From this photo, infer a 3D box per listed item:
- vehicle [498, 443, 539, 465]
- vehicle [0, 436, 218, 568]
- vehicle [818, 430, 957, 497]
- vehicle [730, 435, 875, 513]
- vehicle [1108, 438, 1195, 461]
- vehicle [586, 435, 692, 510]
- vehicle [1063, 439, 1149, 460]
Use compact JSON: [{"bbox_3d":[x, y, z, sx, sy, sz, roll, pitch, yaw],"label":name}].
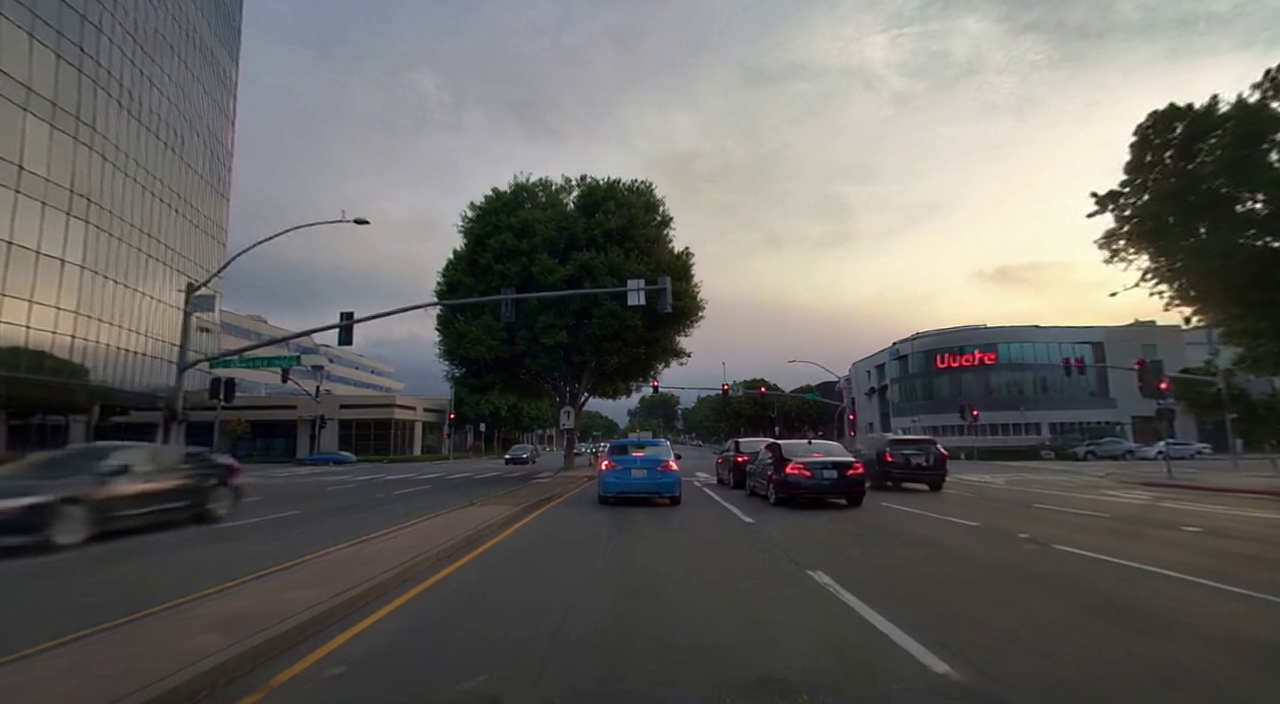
[{"bbox_3d":[-8.759,7.410,45.993,2.004,1.476,4.671,0,-9,1],"label":"vehicle"},{"bbox_3d":[-8.494,2.031,9.218,1.965,1.530,3.883,0,-9,0],"label":"vehicle"},{"bbox_3d":[7.252,3.332,19.220,2.177,1.774,4.743,0,-9,-2],"label":"vehicle"},{"bbox_3d":[3.472,2.701,14.509,2.018,1.491,4.544,0,-9,-1],"label":"vehicle"},{"bbox_3d":[34.852,6.648,43.142,4.190,1.535,1.998,0,-9,-1],"label":"vehicle"},{"bbox_3d":[-0.047,2.682,14.472,2.087,1.468,4.014,0,-9,-1],"label":"vehicle"},{"bbox_3d":[34.274,7.189,46.533,4.616,1.476,2.165,1,-9,-3],"label":"vehicle"}]
